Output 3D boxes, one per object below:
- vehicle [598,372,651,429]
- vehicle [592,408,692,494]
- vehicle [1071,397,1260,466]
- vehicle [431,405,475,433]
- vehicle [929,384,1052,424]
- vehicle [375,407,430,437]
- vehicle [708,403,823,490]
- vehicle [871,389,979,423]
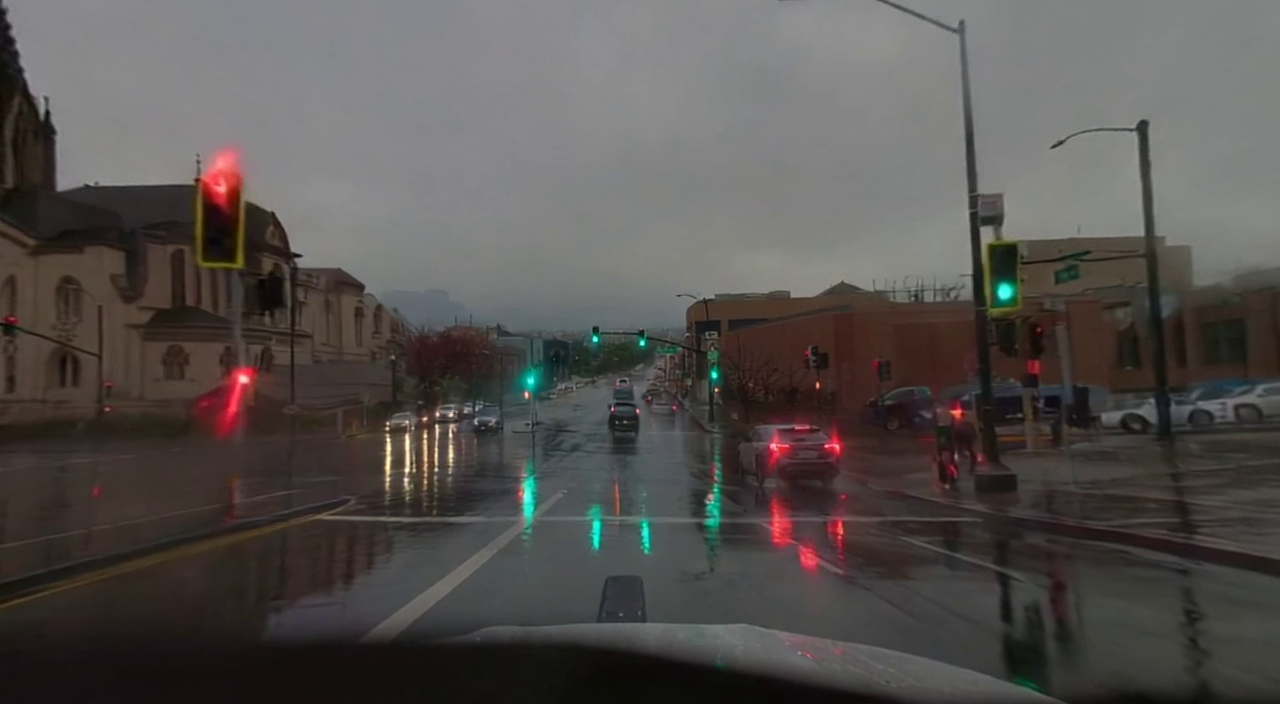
[{"bbox_3d":[-1.131,3.119,39.658,2.930,3.209,8.154,0,-6,-4],"label":"vehicle"},{"bbox_3d":[-0.057,2.321,15.715,2.168,1.776,4.135,0,-4,-3],"label":"vehicle"},{"bbox_3d":[16.376,2.423,19.815,4.379,1.486,1.941,-5,2,-3],"label":"vehicle"},{"bbox_3d":[-13.623,4.958,46.274,2.069,1.790,4.358,1,-9,-3],"label":"vehicle"},{"bbox_3d":[16.396,2.442,29.682,4.512,1.734,2.143,-1,-5,-3],"label":"vehicle"},{"bbox_3d":[-16.599,4.994,44.486,1.969,1.896,5.404,1,-9,-3],"label":"vehicle"},{"bbox_3d":[3.346,2.515,17.887,2.080,1.735,4.650,4,-1,-2],"label":"vehicle"},{"bbox_3d":[14.574,2.805,32.449,4.488,1.475,2.083,-2,-7,-3],"label":"vehicle"}]
